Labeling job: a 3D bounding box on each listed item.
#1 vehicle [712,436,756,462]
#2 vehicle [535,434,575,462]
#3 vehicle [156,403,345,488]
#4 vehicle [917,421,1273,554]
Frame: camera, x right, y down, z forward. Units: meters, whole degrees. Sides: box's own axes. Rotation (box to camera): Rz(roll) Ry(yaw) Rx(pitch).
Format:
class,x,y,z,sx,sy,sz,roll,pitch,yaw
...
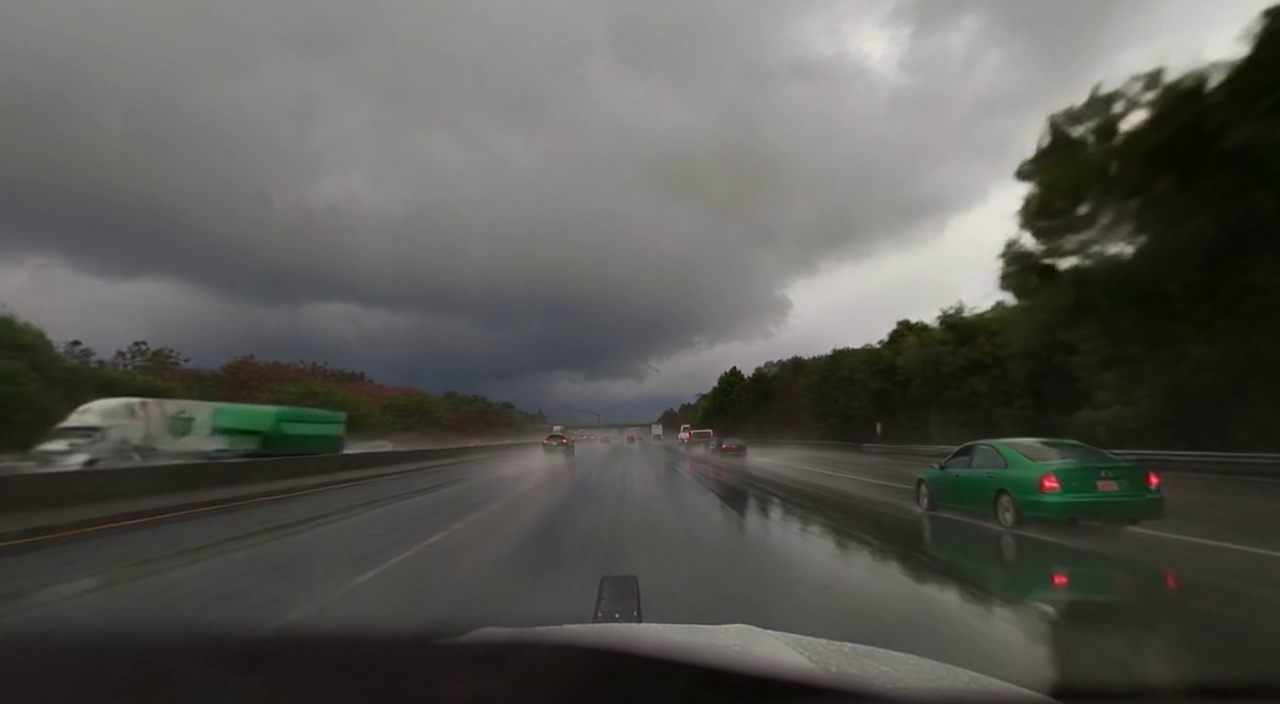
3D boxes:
class,x,y,z,sx,sy,sz,roll,pitch,yaw
vehicle,5.512,5.719,37.424,1.920,1.436,3.890,0,-8,-2
vehicle,-5.112,5.797,38.306,1.966,1.570,3.859,0,-8,-1
vehicle,-13.688,3.361,23.023,2.436,2.595,7.097,0,-8,-1
vehicle,6.129,1.823,9.334,2.028,1.488,4.236,0,-8,-1
